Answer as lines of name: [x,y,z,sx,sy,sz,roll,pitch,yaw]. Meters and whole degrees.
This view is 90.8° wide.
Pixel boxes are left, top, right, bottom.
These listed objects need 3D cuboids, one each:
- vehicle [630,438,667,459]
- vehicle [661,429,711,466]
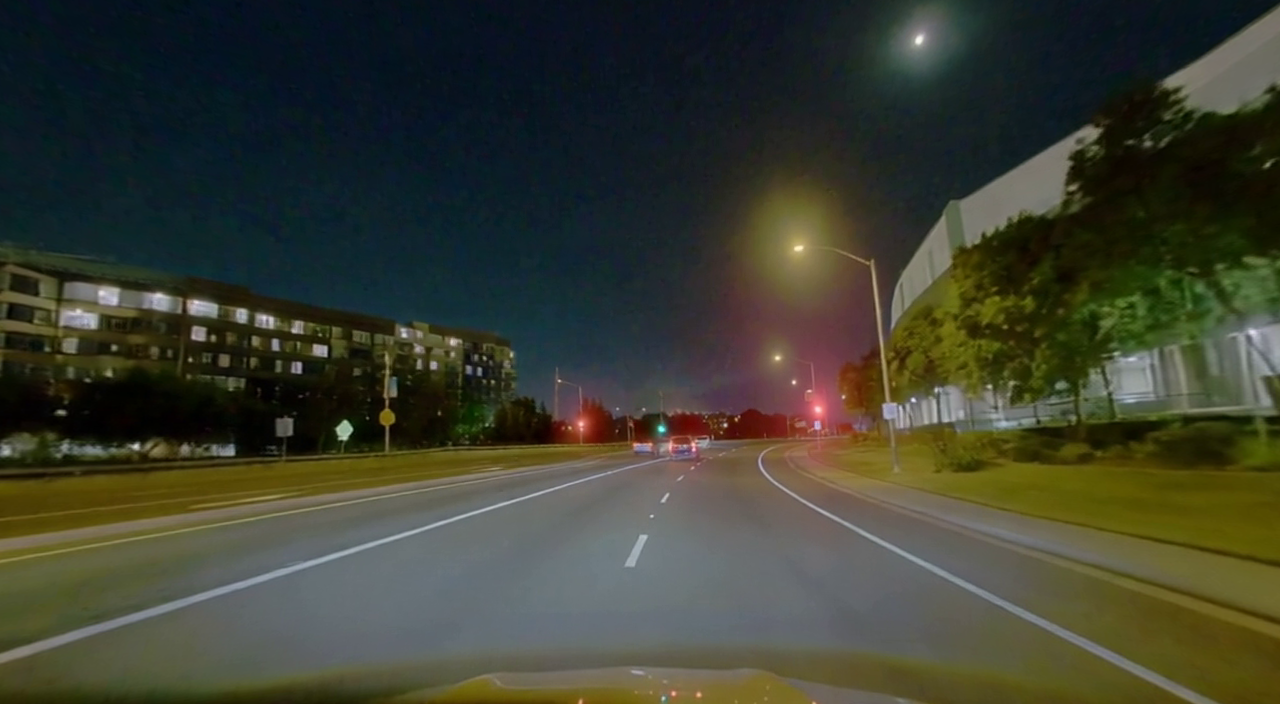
vehicle: [0.675,7.108,46.600,1.952,1.472,4.312,-2,-9,11]
vehicle: [2.729,5.489,36.395,2.356,1.931,4.840,-2,-9,10]
